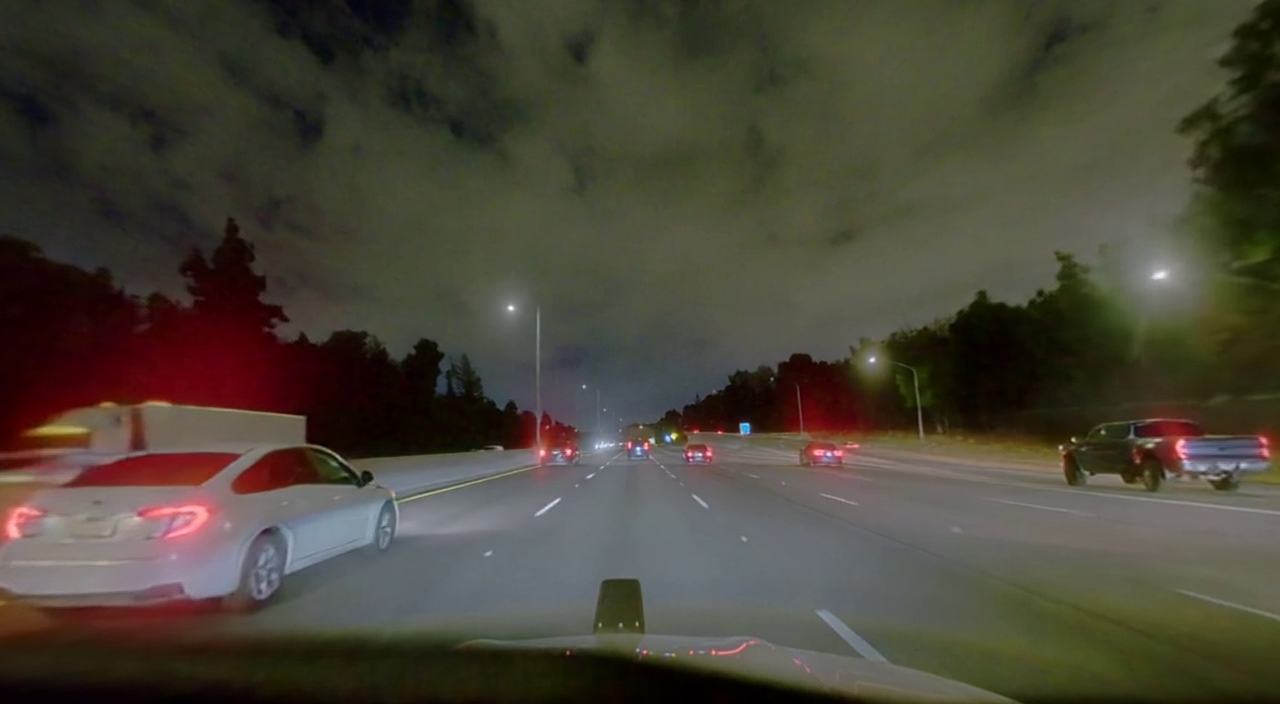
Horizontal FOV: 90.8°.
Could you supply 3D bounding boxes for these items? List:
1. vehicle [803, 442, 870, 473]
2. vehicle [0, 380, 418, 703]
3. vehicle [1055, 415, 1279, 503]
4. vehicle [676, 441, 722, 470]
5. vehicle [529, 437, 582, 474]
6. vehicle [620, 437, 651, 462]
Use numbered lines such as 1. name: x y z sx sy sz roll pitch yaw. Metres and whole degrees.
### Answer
1. vehicle: 9.555 5.142 31.041 1.910 1.384 3.867 1 -8 -2
2. vehicle: -3.617 1.272 5.032 2.119 1.654 4.353 0 -8 0
3. vehicle: 12.943 2.572 15.559 2.076 1.799 4.871 0 -8 -1
4. vehicle: 3.163 5.635 34.700 2.007 1.469 4.337 0 -8 -2
5. vehicle: -3.987 4.961 30.409 1.992 1.651 4.185 0 -8 0
6. vehicle: -0.371 7.347 47.663 2.192 1.813 4.864 0 -8 -1
